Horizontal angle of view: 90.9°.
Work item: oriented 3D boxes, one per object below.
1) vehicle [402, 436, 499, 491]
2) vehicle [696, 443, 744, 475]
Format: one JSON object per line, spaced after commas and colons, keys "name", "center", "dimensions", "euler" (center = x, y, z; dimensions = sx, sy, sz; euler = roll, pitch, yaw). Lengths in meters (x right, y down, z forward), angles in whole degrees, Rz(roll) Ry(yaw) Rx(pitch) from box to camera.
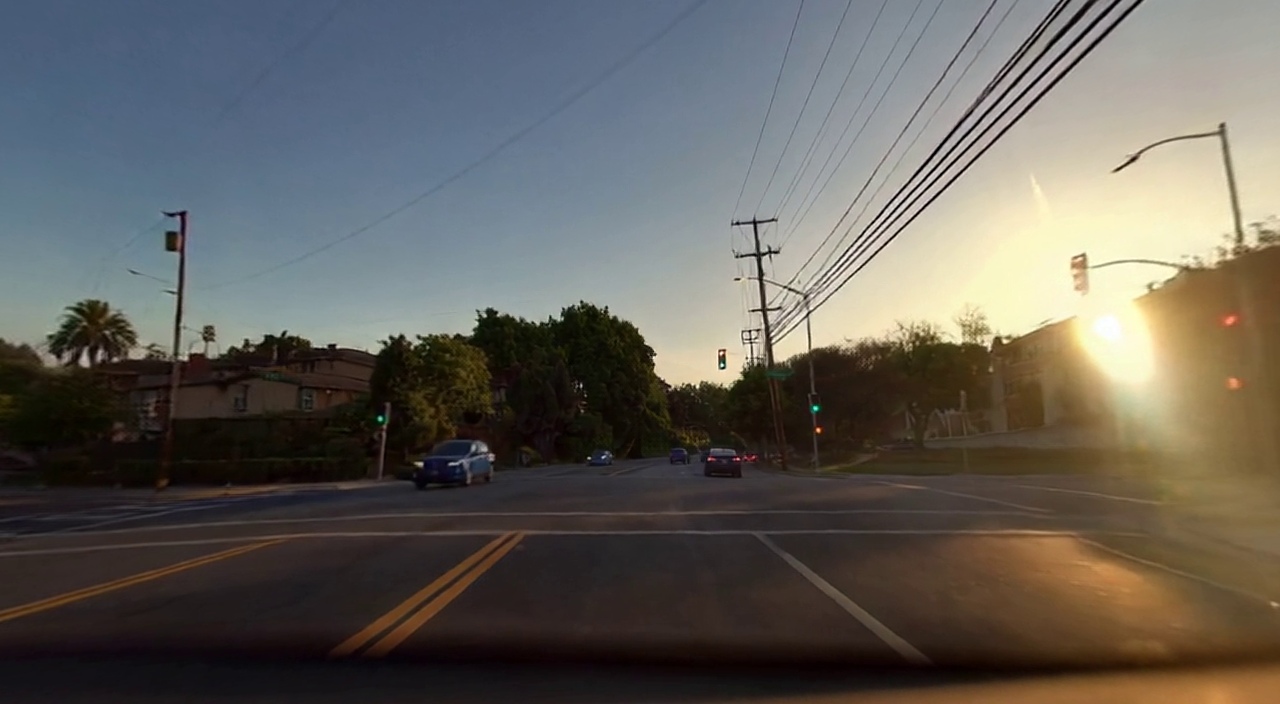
{"name": "vehicle", "center": [-6.610, 3.914, 22.542], "dimensions": [1.959, 1.741, 4.393], "euler": [0, -8, 2]}
{"name": "vehicle", "center": [3.981, 5.389, 32.074], "dimensions": [1.951, 1.479, 4.487], "euler": [0, -8, 1]}
